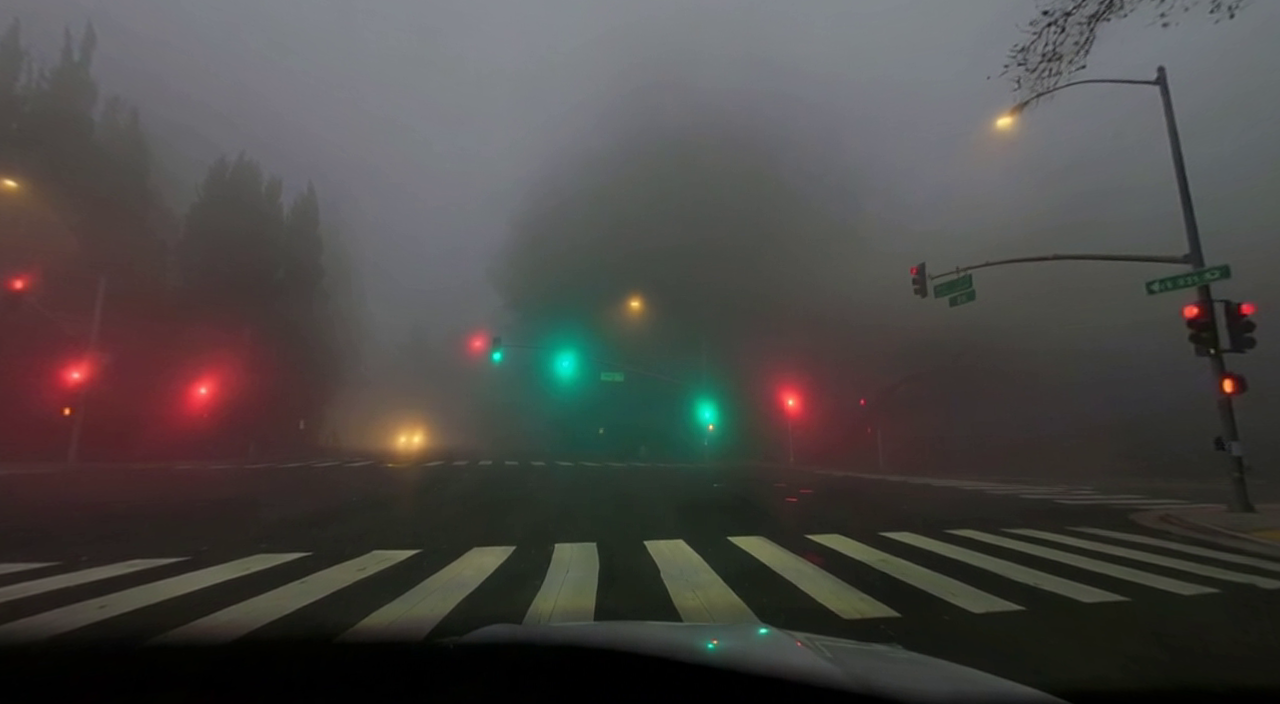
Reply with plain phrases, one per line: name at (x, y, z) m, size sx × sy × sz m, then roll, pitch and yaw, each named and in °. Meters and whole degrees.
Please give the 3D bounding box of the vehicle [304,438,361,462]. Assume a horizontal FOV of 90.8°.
vehicle at (-19.771, 6.328, 40.819) m, size 1.918 × 1.432 × 4.433 m, roll 1°, pitch -9°, yaw -7°
